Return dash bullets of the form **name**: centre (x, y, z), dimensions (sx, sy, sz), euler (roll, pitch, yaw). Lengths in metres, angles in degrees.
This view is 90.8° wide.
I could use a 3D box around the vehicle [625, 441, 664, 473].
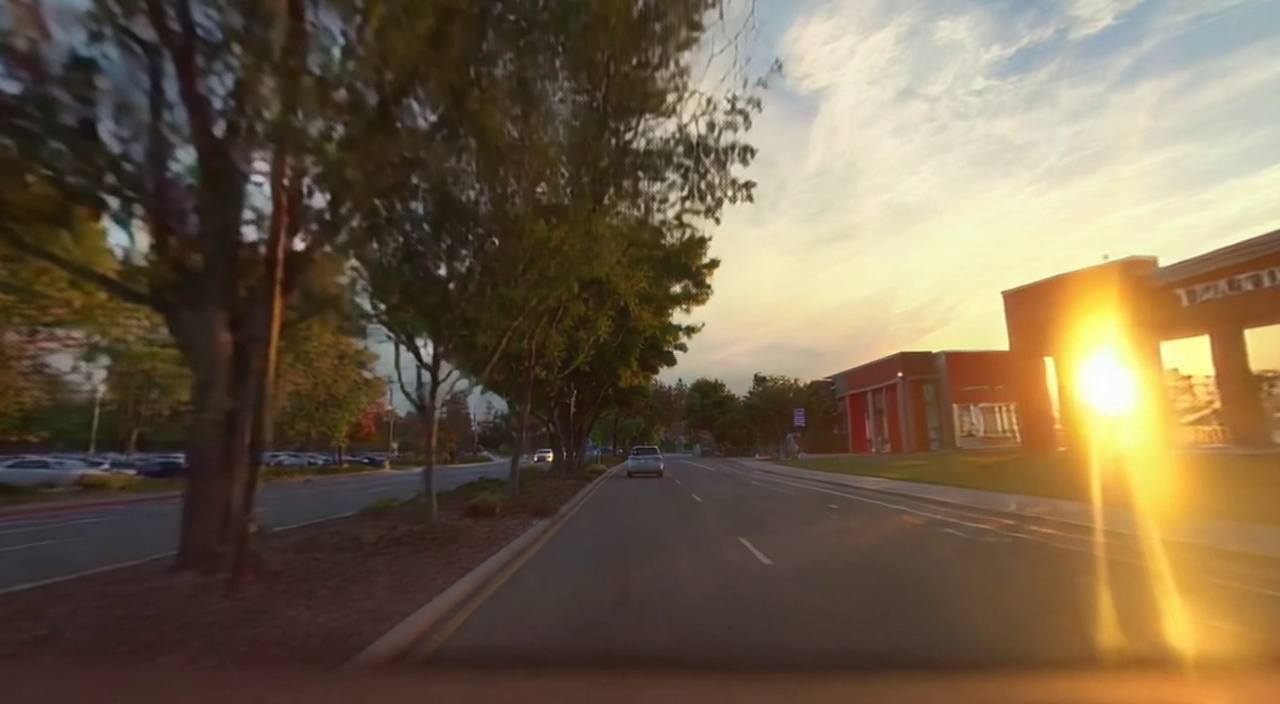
- **vehicle**: centre (0.261, 6.038, 36.457), dimensions (2.123, 1.703, 4.292), euler (-1, -9, 1)
